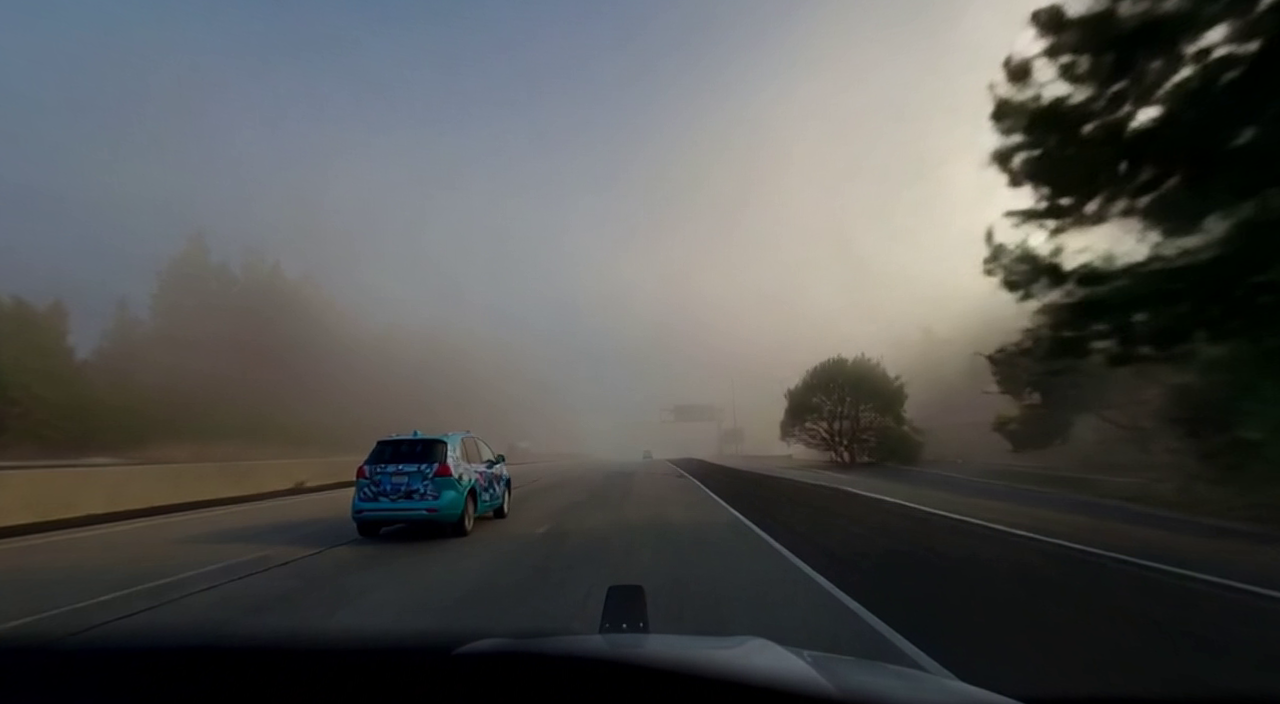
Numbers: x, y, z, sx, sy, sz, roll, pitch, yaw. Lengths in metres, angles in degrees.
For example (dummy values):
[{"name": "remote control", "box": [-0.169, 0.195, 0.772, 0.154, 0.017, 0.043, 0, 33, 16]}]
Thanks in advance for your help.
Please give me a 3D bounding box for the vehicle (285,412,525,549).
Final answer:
[{"name": "vehicle", "box": [-3.576, 2.051, 10.816, 2.183, 1.803, 4.685, 0, -8, 2]}]
